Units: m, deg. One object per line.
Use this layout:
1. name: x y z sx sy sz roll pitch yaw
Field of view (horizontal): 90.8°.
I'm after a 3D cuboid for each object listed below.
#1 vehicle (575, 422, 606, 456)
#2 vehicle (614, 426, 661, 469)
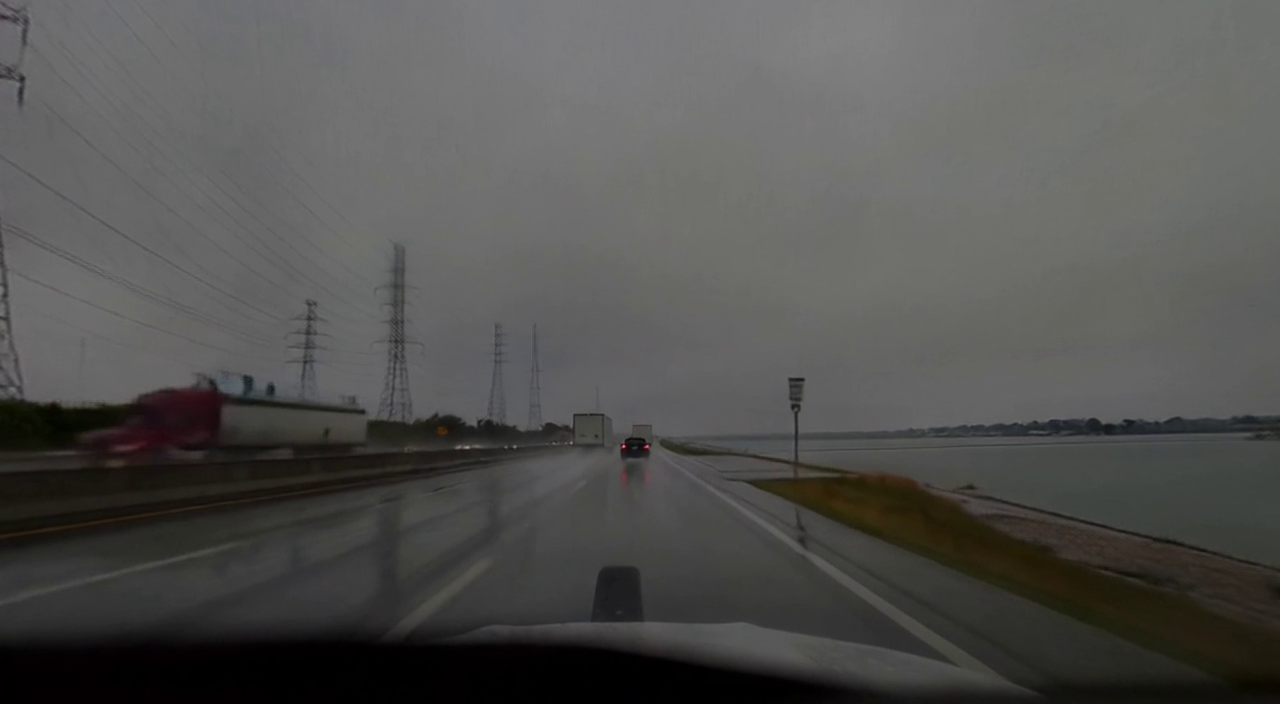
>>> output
1. vehicle: -3.741 6.682 48.236 2.178 2.522 2.054 0 -8 1
2. vehicle: -0.116 5.136 33.953 2.358 2.144 4.713 0 -8 0
